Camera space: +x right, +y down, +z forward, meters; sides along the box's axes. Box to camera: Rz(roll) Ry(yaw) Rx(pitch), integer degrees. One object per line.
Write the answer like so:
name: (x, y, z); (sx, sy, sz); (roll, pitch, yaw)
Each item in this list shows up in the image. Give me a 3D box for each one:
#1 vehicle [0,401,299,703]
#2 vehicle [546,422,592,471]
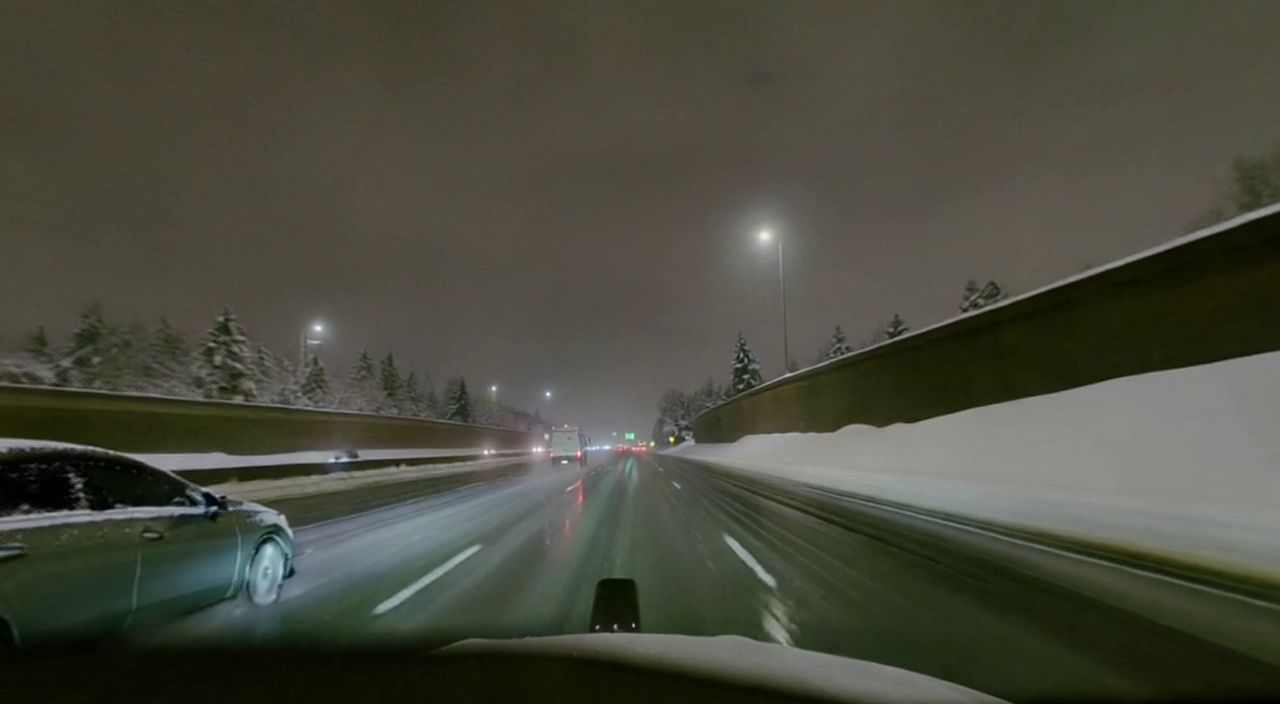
vehicle: (-3.990, 1.045, 3.129); (2.025, 1.556, 4.594); (0, -9, 0)
vehicle: (-4.516, 6.183, 41.351); (2.364, 2.953, 6.732); (0, -9, -1)
